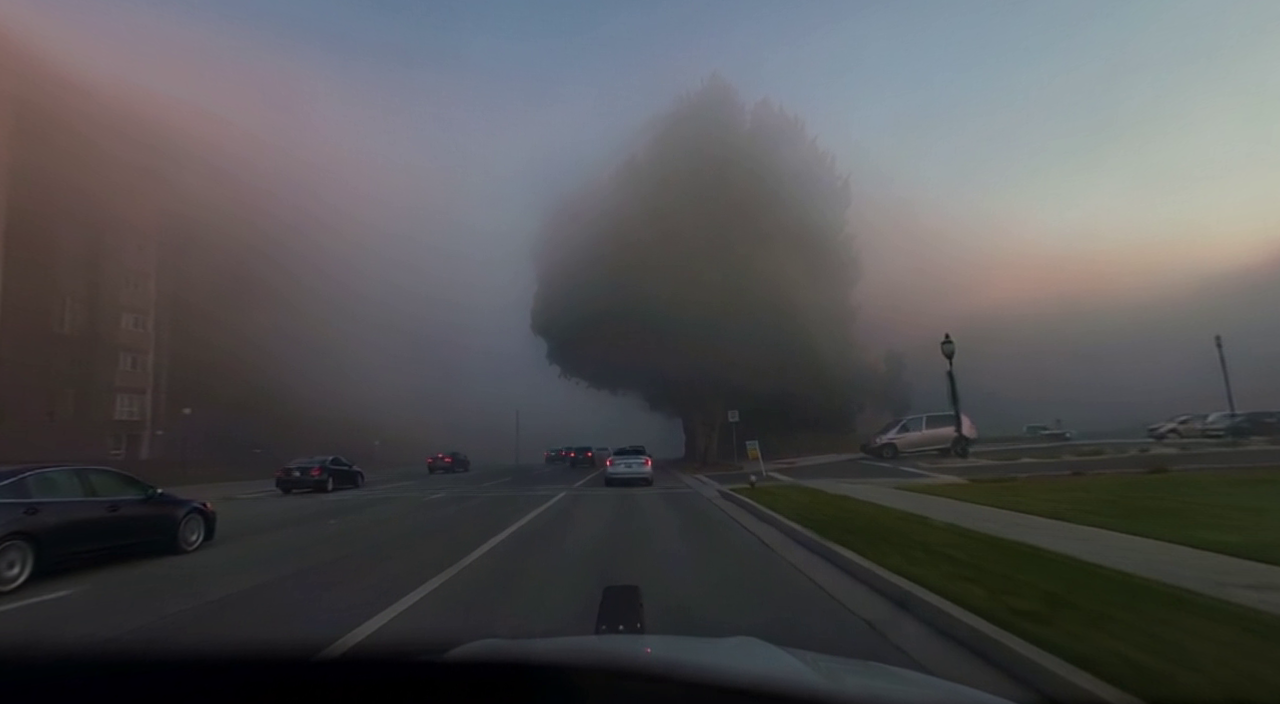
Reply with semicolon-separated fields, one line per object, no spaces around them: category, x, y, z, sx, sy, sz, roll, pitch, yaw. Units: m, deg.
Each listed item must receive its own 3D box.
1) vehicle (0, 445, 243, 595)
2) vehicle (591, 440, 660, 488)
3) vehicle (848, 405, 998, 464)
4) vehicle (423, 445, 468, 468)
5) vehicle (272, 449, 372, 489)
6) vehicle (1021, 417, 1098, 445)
vehicle;-7.230;1.862;7.653;1.906;1.449;4.576;0;-8;-1
vehicle;-0.471;3.749;21.501;2.099;1.469;4.389;0;-8;-1
vehicle;12.485;3.683;28.202;5.253;2.014;2.666;-5;-7;-5
vehicle;-14.792;7.951;48.199;2.064;1.686;4.380;0;-8;-1
vehicle;-13.158;4.830;26.502;2.024;1.484;4.592;1;-9;-3
vehicle;27.534;5.153;41.500;3.745;1.450;1.750;-5;-5;-3
